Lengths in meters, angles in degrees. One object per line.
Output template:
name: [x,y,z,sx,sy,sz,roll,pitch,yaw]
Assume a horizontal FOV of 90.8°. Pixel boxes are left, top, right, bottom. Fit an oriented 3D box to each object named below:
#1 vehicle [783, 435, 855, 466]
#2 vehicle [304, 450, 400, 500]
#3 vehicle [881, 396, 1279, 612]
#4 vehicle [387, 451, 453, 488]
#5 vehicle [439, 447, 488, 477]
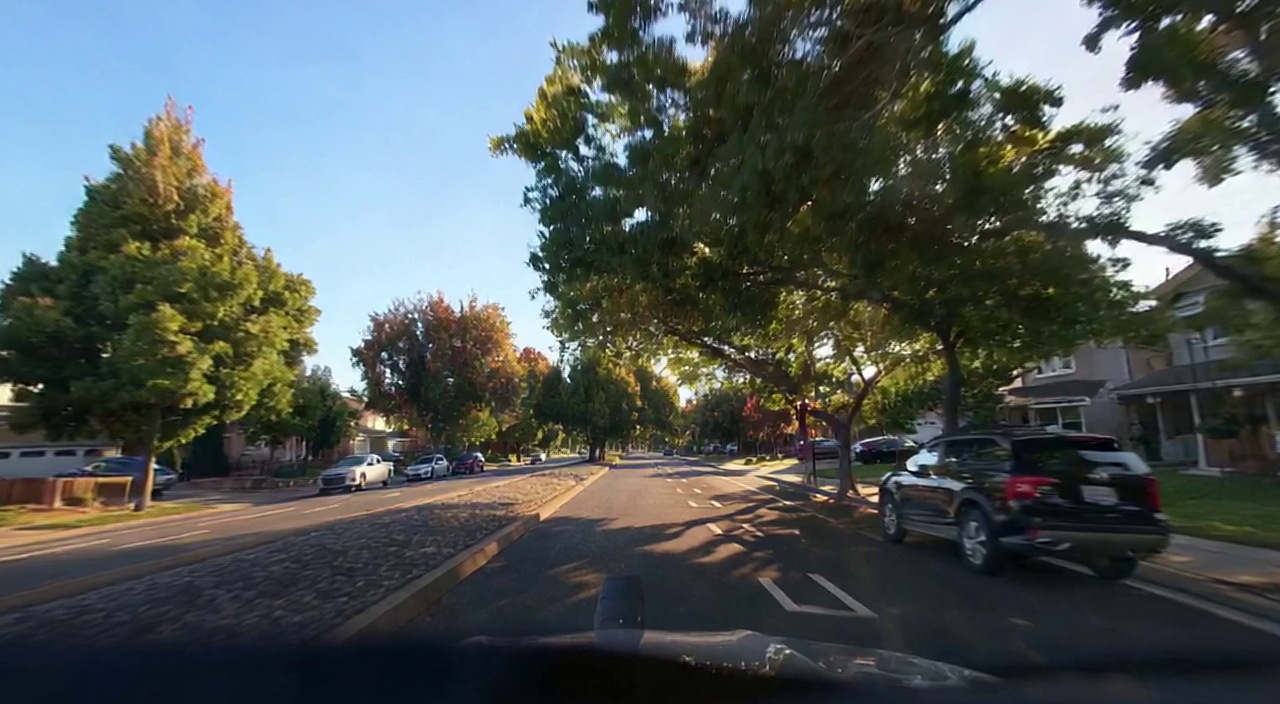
vehicle: [12.073,6.648,42.817,4.194,1.850,1.951,-2,-7,-4]
vehicle: [-12.258,5.210,27.311,1.962,1.735,4.927,-2,-7,-1]
vehicle: [4.914,1.651,7.809,2.058,1.867,4.448,0,-8,0]
vehicle: [-12.212,6.528,35.436,2.007,1.663,5.077,-2,-7,-1]
vehicle: [-12.399,7.736,44.703,2.105,1.930,4.541,0,-8,0]
